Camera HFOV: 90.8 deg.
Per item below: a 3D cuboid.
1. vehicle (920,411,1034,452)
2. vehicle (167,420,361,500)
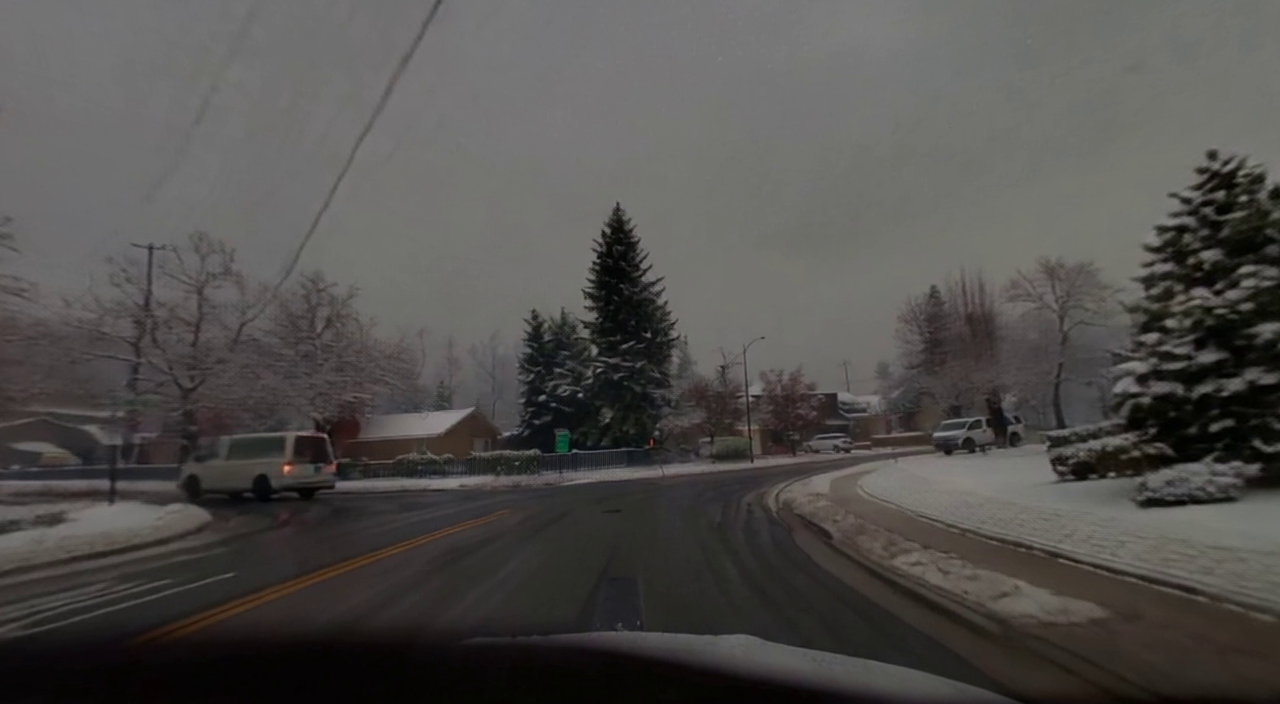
[{"bbox_3d":[18.493,4.469,34.864,2.056,2.014,5.011,7,-12,-42],"label":"vehicle"},{"bbox_3d":[-16.159,4.581,27.172,7.559,3.058,2.929,-3,-9,21],"label":"vehicle"}]
